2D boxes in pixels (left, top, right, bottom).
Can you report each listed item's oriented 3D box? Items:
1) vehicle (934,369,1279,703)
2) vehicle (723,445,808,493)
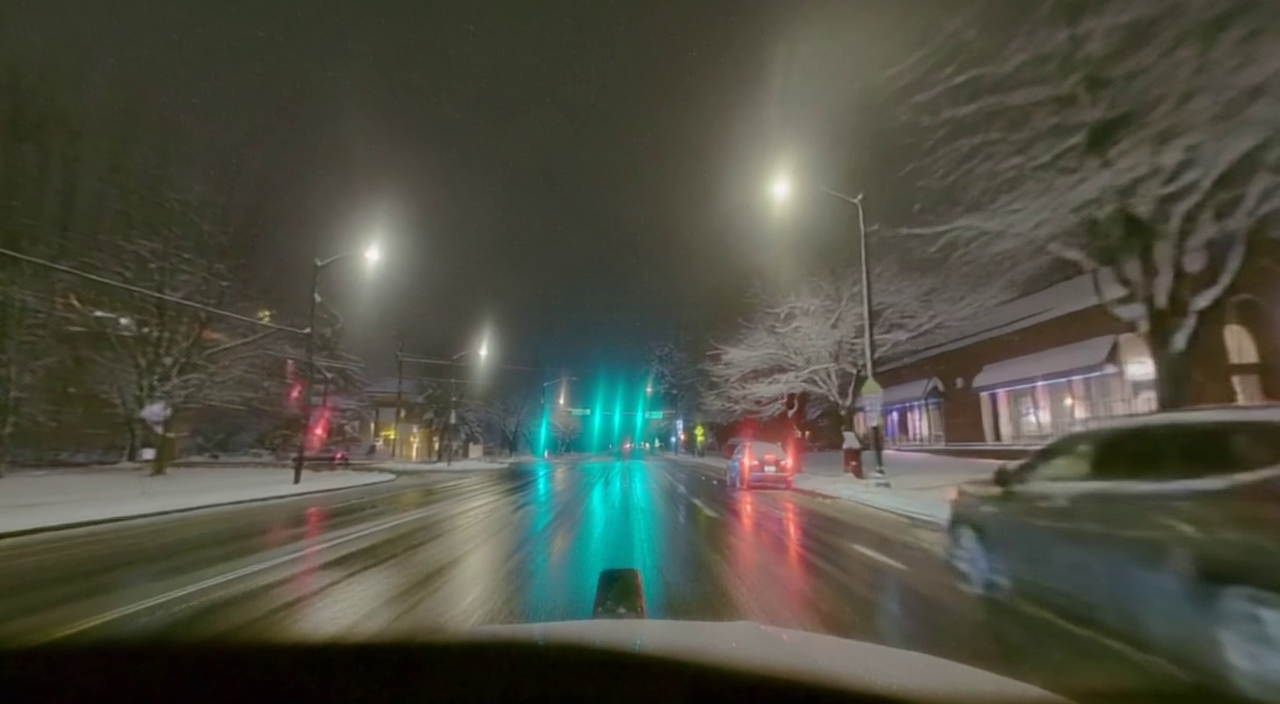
[{"bbox_3d":[4.084,1.150,4.297,1.957,1.753,4.413,0,-8,-1],"label":"vehicle"},{"bbox_3d":[4.192,3.963,21.784,1.856,1.462,4.501,0,-8,-2],"label":"vehicle"}]
